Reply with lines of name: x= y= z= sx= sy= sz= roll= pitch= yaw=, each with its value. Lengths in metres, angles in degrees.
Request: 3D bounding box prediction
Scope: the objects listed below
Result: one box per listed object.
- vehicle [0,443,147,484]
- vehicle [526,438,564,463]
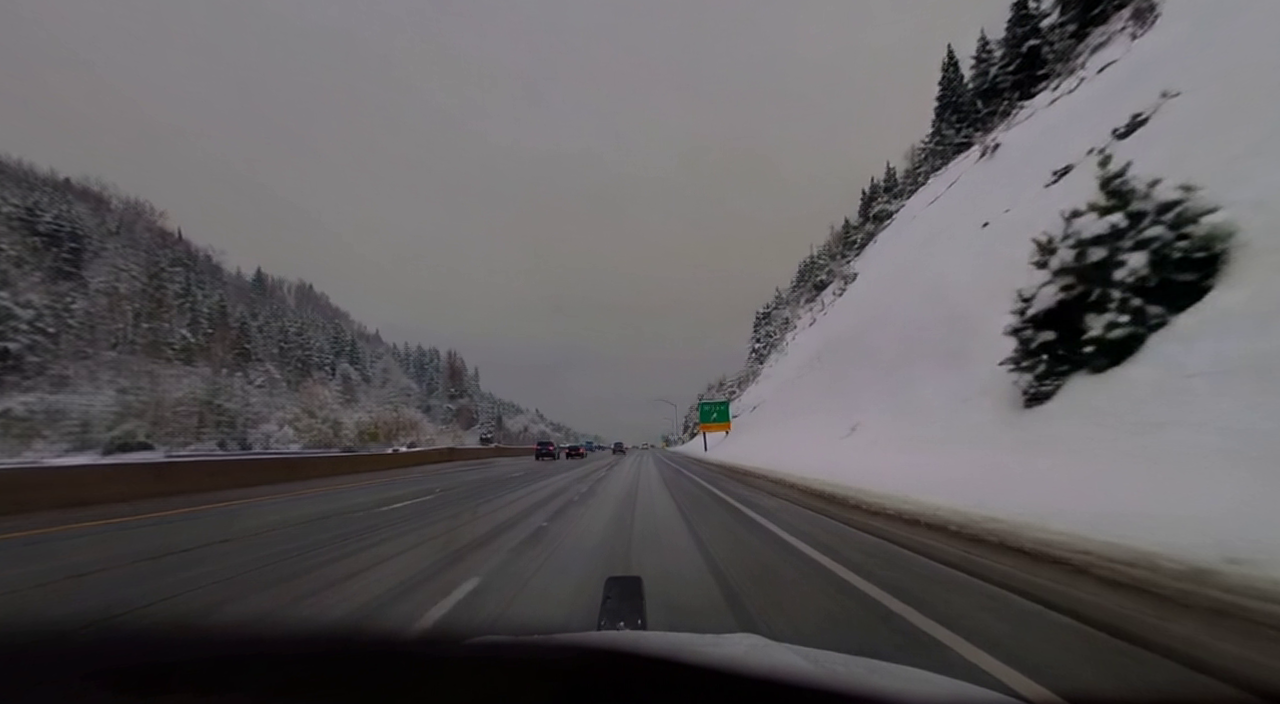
vehicle: x=-22.407 y=4.365 z=24.999 sx=1.857 sy=1.443 sz=4.451 roll=0 pitch=-8 yaw=1
vehicle: x=-6.799 y=7.104 z=45.372 sx=1.972 sy=1.660 sz=4.254 roll=0 pitch=-8 yaw=1
